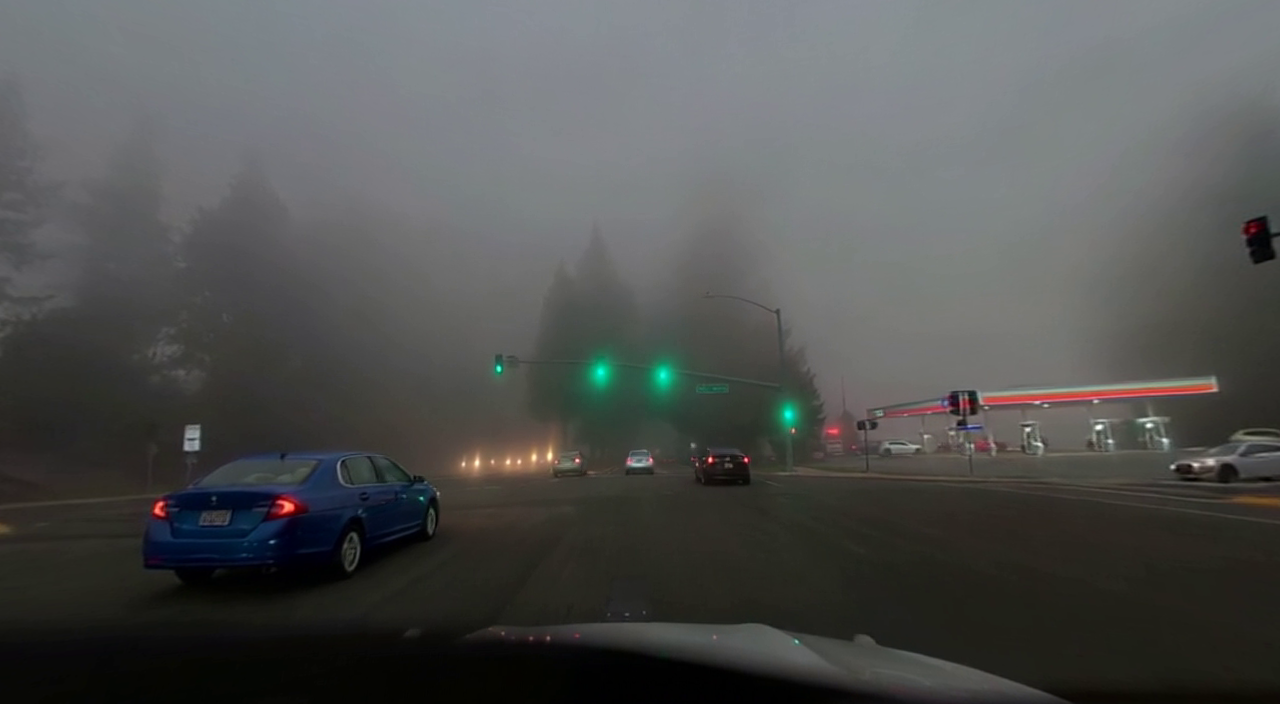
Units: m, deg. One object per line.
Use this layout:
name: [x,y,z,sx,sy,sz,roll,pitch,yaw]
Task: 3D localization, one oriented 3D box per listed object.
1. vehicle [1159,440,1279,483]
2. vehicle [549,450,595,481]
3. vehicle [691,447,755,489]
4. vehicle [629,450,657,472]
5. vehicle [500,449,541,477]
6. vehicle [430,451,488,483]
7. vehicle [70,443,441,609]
vehicle: [21.324,3.803,22.117,4.573,1.419,1.840,0,-8,-1]
vehicle: [-3.439,5.837,32.619,1.841,1.474,4.038,0,-8,2]
vehicle: [3.089,4.410,24.296,1.883,1.465,3.975,0,-8,-1]
vehicle: [0.157,7.906,45.803,1.934,1.470,3.988,0,-8,-1]
vehicle: [-8.323,7.758,44.305,1.922,1.660,4.332,-3,-8,1]
vehicle: [-11.455,7.264,40.158,2.130,1.672,4.549,-4,-8,3]
vehicle: [-4.142,1.884,7.893,1.803,1.463,4.422,0,-8,1]
